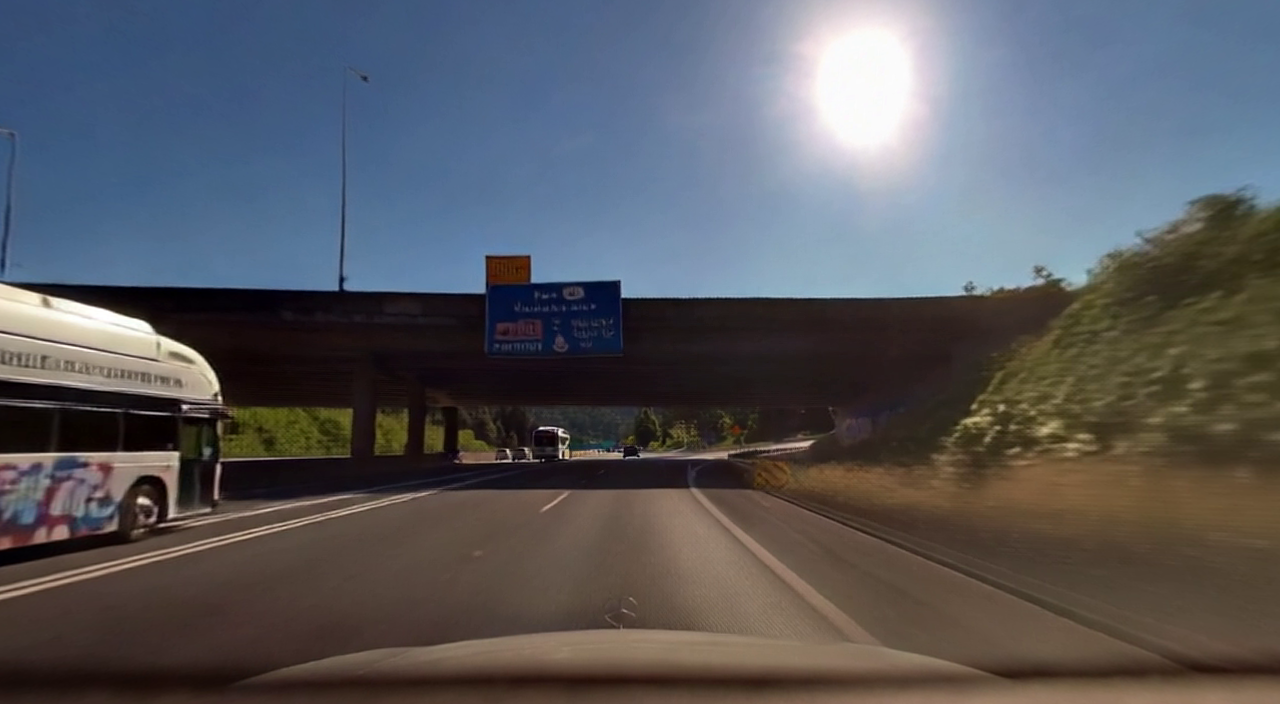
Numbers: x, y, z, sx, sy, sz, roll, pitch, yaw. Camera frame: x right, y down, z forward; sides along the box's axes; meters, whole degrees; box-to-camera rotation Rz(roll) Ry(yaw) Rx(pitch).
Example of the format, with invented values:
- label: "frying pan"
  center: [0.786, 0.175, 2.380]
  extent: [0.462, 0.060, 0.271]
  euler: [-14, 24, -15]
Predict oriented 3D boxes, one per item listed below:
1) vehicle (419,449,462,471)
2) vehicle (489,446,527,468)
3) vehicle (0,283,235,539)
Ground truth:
- label: "vehicle"
  center: [-14.577, 7.885, 46.248]
  extent: [1.878, 1.470, 3.825]
  euler: [0, -8, 0]
- label: "vehicle"
  center: [-10.399, 8.283, 49.929]
  extent: [1.979, 1.600, 4.516]
  euler: [0, -8, 1]
- label: "vehicle"
  center: [-10.514, 0.571, 7.068]
  extent: [2.986, 3.574, 13.570]
  euler: [0, -8, 0]
